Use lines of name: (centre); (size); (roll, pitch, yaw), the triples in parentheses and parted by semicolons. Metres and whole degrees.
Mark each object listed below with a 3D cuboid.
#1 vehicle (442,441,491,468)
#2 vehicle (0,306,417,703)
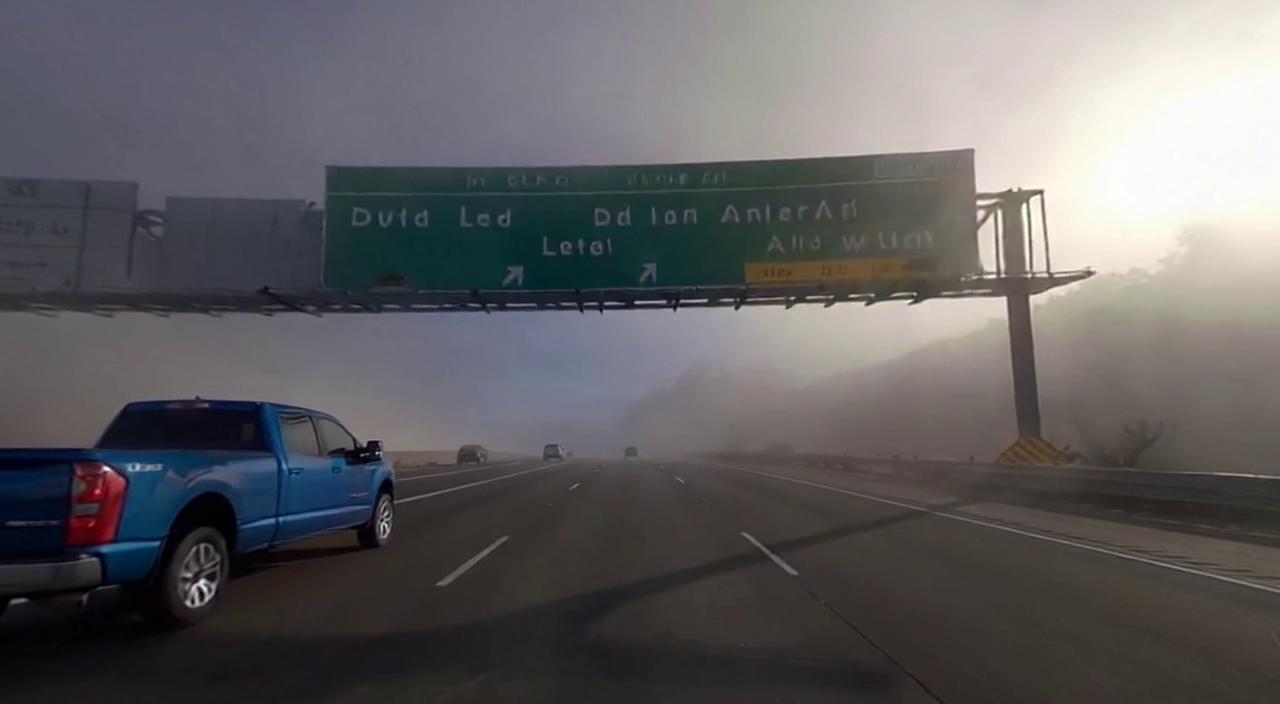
vehicle: (-11.563, 6.848, 42.280); (2.106, 1.692, 4.458); (0, -9, -1)
vehicle: (-4.299, 1.175, 5.626); (2.339, 2.004, 6.171); (0, -9, 0)
